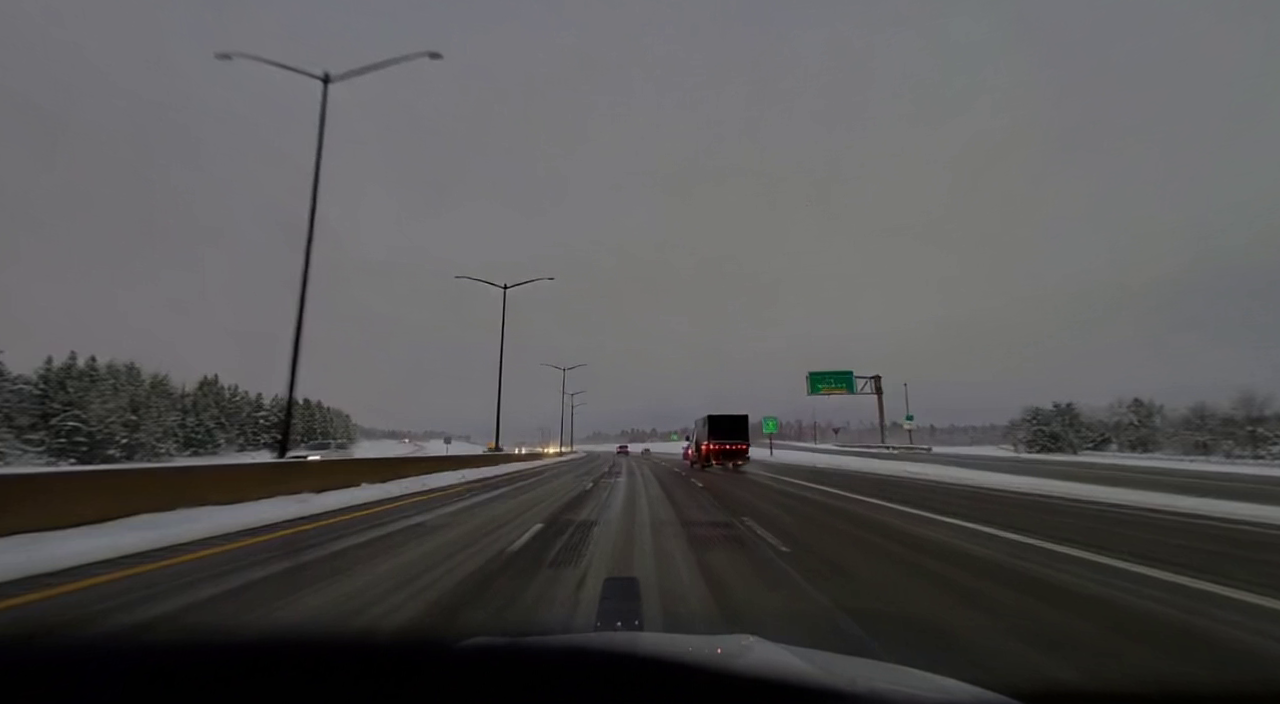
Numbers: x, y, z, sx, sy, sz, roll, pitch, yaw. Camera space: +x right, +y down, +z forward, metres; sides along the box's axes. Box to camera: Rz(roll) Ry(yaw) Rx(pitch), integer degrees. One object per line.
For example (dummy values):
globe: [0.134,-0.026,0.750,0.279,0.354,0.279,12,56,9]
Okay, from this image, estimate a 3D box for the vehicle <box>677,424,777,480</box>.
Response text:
vehicle: [3.440,4.281,27.378,2.981,2.053,7.897,0,-8,-2]

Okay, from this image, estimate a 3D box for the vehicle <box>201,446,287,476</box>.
vehicle: [-22.240,6.091,35.697,1.952,1.552,4.670,0,-8,-2]

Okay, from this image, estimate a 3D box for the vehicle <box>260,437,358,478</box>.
vehicle: [-14.382,4.606,27.746,1.969,1.656,4.297,0,-8,-1]
